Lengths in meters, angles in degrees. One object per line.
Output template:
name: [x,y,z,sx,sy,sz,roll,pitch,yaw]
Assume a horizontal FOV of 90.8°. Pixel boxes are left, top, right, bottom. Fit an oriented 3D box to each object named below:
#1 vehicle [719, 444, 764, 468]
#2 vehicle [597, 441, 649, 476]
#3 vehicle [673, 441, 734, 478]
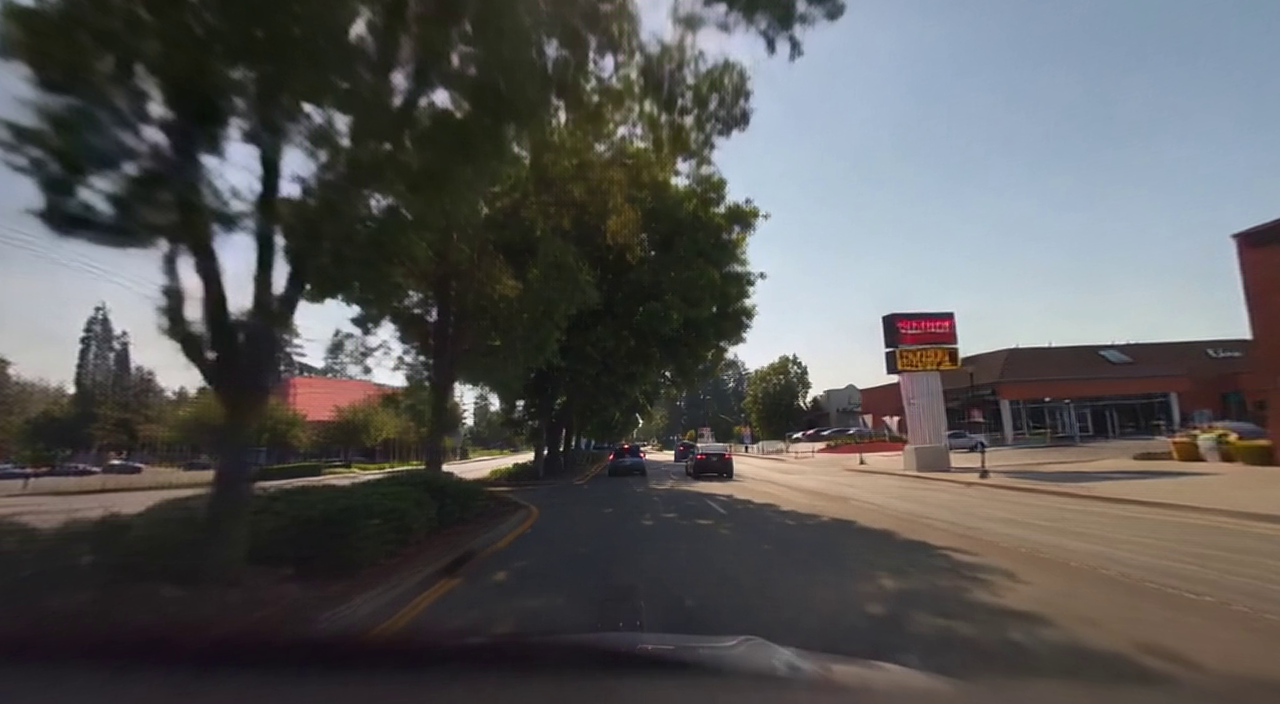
vehicle: [6.434,6.609,40.338,2.068,1.393,3.874,0,-8,-2]
vehicle: [-0.763,4.891,29.237,2.242,1.474,4.127,0,-8,-1]
vehicle: [2.699,4.706,27.962,2.057,1.491,4.675,0,-8,-2]
